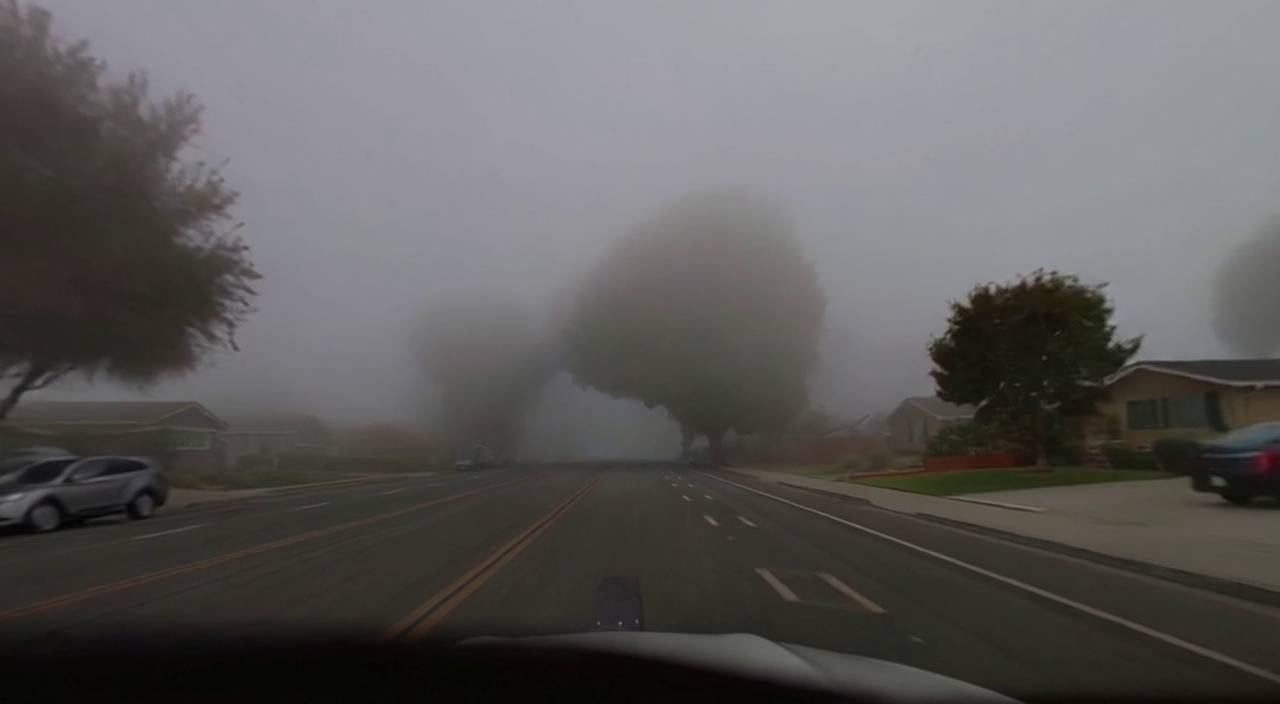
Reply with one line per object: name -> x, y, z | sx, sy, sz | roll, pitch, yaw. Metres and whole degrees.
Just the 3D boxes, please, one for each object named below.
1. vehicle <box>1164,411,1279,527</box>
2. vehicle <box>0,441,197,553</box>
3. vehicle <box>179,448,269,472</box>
vehicle -> 12.337, 1.947, 11.263 | 4.194, 1.850, 1.951 | -2, -8, -3
vehicle -> -12.121, 2.876, 13.364 | 2.105, 1.930, 4.541 | 0, -9, 0
vehicle -> -27.865, 7.225, 42.395 | 4.551, 1.556, 2.061 | 0, -9, -1
